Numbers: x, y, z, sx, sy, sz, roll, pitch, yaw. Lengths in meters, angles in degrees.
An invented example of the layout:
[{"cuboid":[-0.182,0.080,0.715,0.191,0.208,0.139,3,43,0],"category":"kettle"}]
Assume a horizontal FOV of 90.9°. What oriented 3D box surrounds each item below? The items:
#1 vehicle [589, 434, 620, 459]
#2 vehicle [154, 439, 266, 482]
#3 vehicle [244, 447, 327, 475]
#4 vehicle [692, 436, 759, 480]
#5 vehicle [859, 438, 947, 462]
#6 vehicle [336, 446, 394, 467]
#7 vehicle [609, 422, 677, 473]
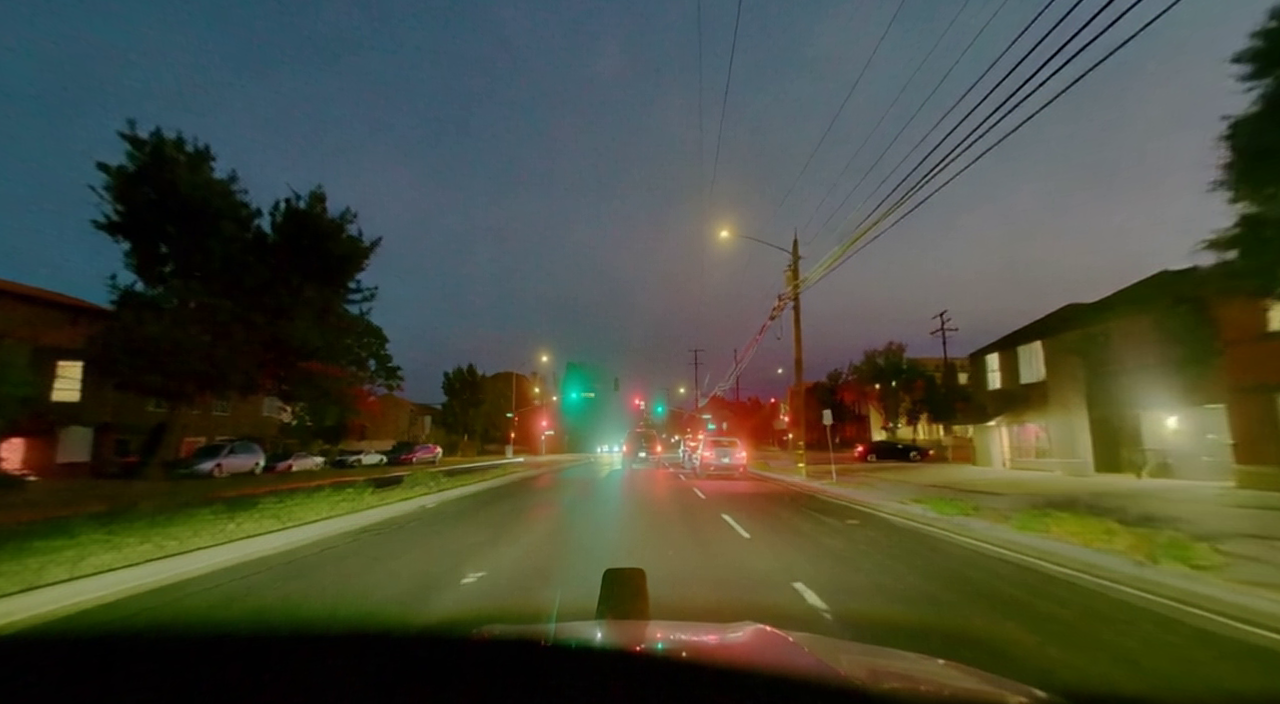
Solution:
[{"cuboid":[-2.738,7.463,49.620,1.999,1.864,4.279,0,-9,2],"category":"vehicle"},{"cuboid":[-20.124,5.077,29.785,2.046,1.874,4.448,0,-9,2],"category":"vehicle"},{"cuboid":[-19.861,6.099,35.564,1.866,1.471,4.770,0,-9,1],"category":"vehicle"},{"cuboid":[3.159,4.008,24.056,2.002,1.511,4.124,0,-9,0],"category":"vehicle"},{"cuboid":[16.505,6.178,39.676,4.671,1.495,1.900,-1,-9,3],"category":"vehicle"},{"cuboid":[-19.811,7.535,45.622,1.891,1.460,4.681,0,-9,2],"category":"vehicle"},{"cuboid":[0.135,4.335,28.558,2.769,2.087,5.130,0,-9,0],"category":"vehicle"}]
